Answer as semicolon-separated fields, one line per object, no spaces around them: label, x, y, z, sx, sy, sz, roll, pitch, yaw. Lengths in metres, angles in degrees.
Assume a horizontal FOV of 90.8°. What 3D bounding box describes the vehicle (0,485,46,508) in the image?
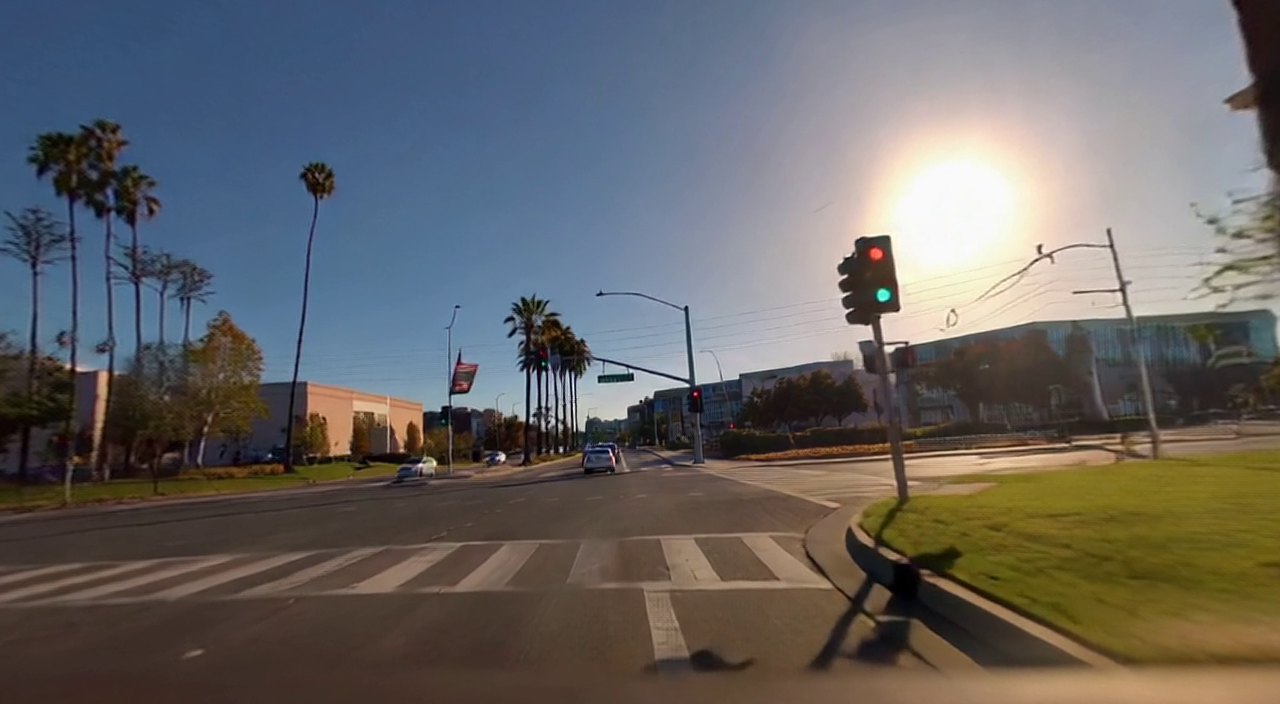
vehicle;-39.309;9.017;38.948;3.685;1.183;1.680;-5;-9;-1

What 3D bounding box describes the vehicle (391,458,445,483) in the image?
vehicle;-14.586;7.811;41.802;1.997;1.480;4.715;0;-9;-1

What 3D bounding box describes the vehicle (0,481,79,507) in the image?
vehicle;-39.744;9.355;41.802;3.522;1.412;1.580;3;-10;2

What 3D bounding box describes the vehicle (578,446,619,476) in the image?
vehicle;-2.206;5.891;34.414;2.063;1.474;4.334;0;-9;-2
